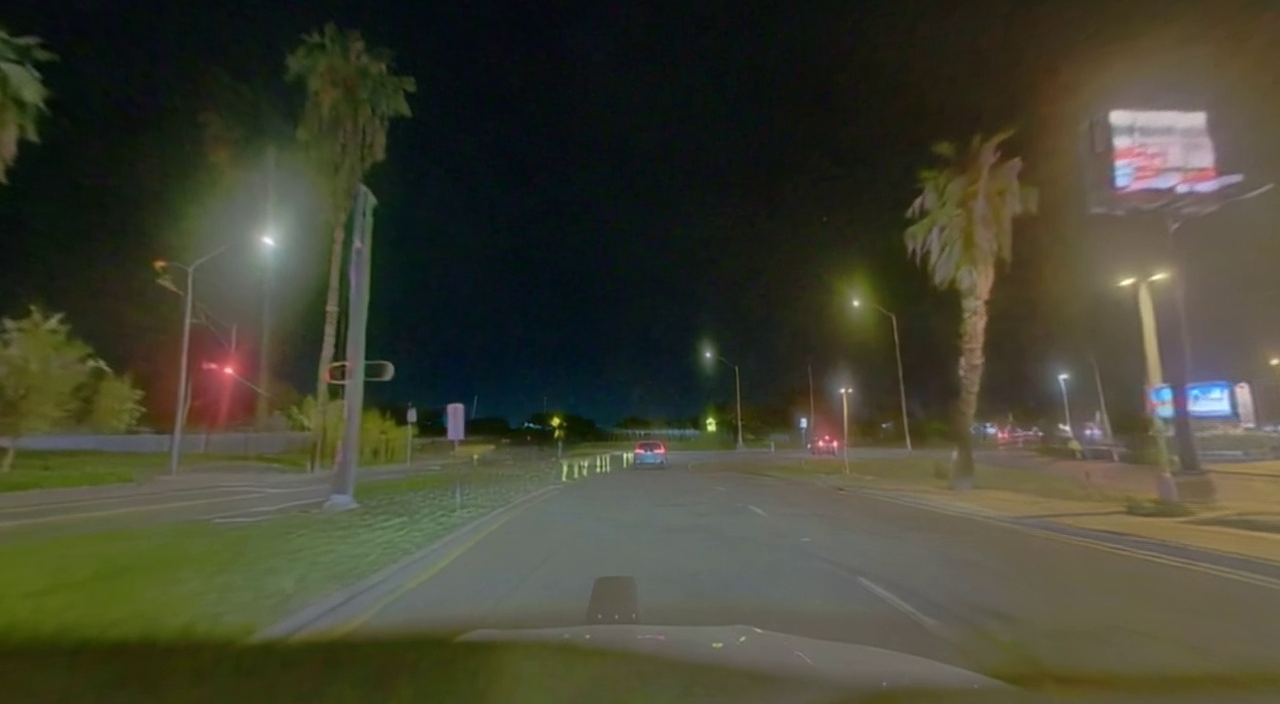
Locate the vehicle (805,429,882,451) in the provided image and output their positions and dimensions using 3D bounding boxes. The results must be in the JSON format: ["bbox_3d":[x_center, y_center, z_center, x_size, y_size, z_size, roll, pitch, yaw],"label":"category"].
[{"bbox_3d":[15.746,6.866,49.151,5.317,1.700,1.901,0,-8,1],"label":"vehicle"}]

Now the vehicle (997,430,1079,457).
[{"bbox_3d":[28.051,6.444,44.616,4.381,1.892,1.942,0,-7,0],"label":"vehicle"}]

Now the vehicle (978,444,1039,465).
[{"bbox_3d":[28.586,7.965,49.032,3.685,1.459,1.685,0,-5,1],"label":"vehicle"}]

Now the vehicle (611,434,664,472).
[{"bbox_3d":[-0.200,4.370,27.685,2.073,1.525,4.809,0,-8,-3],"label":"vehicle"}]

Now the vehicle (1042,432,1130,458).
[{"bbox_3d":[29.668,6.197,42.157,4.377,1.633,1.834,0,-8,3],"label":"vehicle"}]

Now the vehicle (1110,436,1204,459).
[{"bbox_3d":[34.243,6.327,41.930,4.349,1.460,2.027,-1,-9,4],"label":"vehicle"}]
